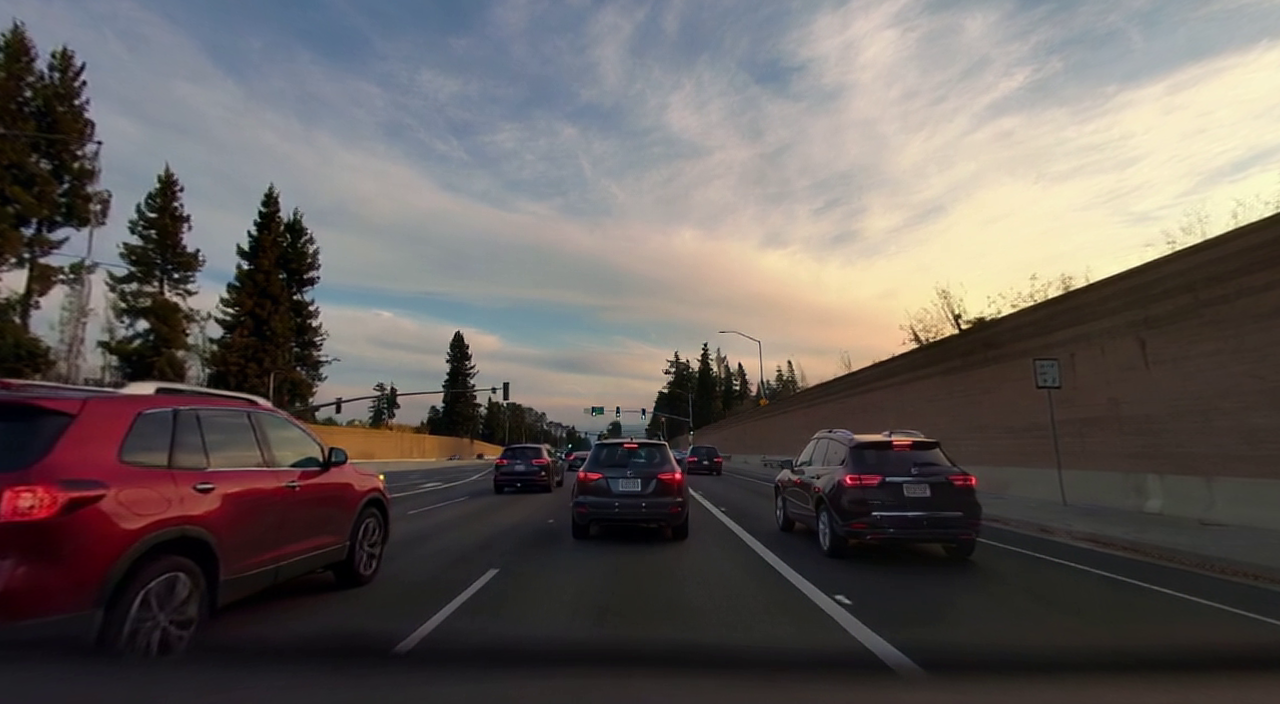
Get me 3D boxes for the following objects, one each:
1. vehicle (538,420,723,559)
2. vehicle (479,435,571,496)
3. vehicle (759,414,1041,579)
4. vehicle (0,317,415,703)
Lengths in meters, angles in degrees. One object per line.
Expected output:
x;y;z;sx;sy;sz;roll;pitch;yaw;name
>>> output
-0.089;1.967;9.714;2.245;1.677;3.913;0;-8;1;vehicle
-3.622;3.672;20.784;2.067;1.759;4.631;0;-8;1;vehicle
3.119;1.818;8.767;2.029;1.702;4.281;0;-8;-1;vehicle
-3.589;1.122;4.818;2.070;1.913;4.450;0;-8;0;vehicle
